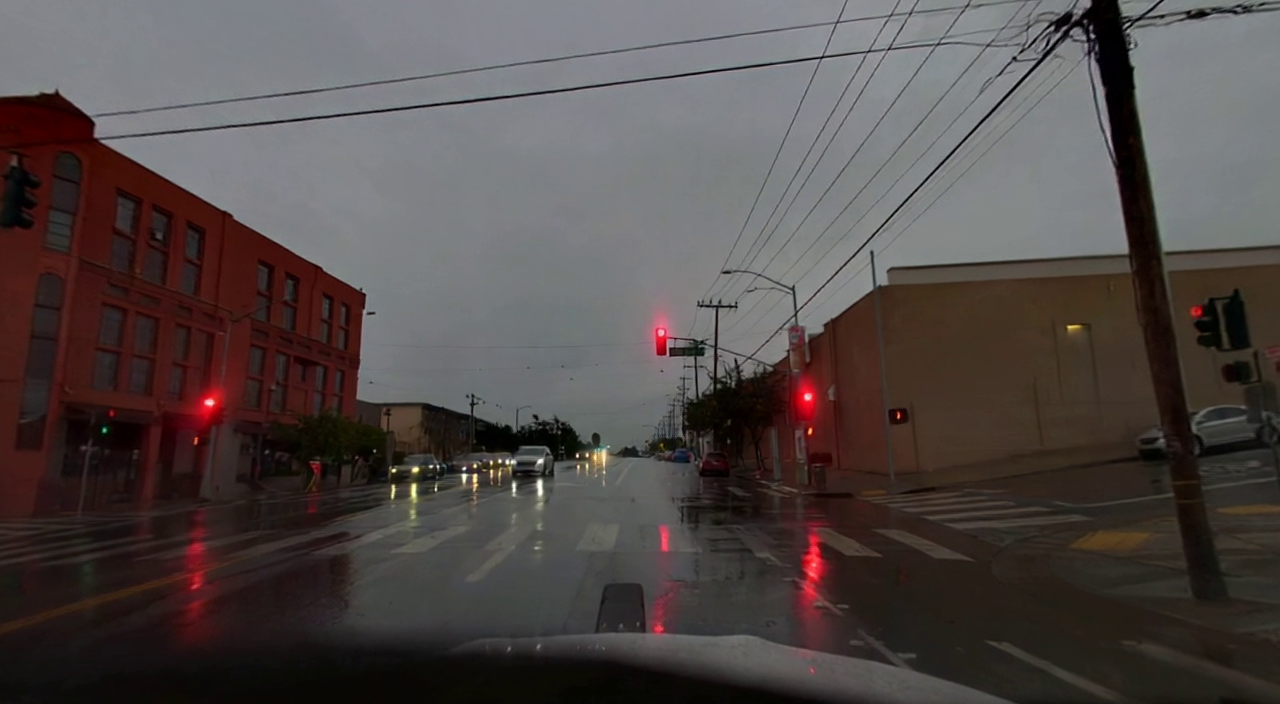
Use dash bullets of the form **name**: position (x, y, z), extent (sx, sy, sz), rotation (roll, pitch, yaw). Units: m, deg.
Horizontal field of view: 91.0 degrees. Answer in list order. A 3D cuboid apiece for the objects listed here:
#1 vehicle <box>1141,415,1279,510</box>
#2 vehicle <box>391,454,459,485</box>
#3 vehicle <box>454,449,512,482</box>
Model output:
- **vehicle**: position (12.684, 2.207, 12.784), extent (3.234, 1.746, 1.941), rotation (-1, -9, 3)
- **vehicle**: position (-12.038, 6.600, 35.652), extent (1.943, 1.574, 4.727), rotation (0, -9, 3)
- **vehicle**: position (-8.679, 6.297, 35.173), extent (2.020, 1.672, 3.842), rotation (0, -9, 3)
